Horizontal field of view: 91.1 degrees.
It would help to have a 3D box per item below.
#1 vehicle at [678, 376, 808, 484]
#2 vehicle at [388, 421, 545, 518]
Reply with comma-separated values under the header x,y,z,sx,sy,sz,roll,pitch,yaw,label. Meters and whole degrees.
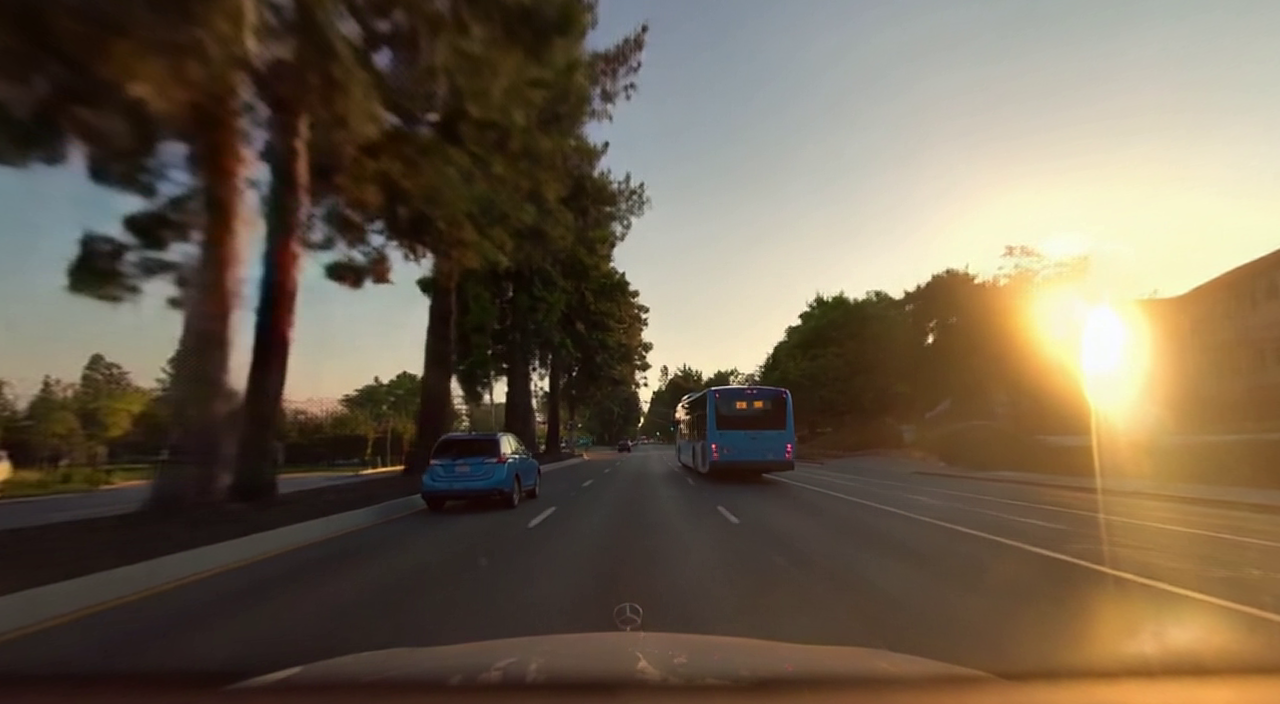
x,y,z,sx,sy,sz,roll,pitch,yaw,label
3.519,3.249,25.530,3.072,3.278,12.747,0,-8,0,vehicle
-3.522,2.467,13.750,2.111,1.767,4.333,0,-8,1,vehicle
